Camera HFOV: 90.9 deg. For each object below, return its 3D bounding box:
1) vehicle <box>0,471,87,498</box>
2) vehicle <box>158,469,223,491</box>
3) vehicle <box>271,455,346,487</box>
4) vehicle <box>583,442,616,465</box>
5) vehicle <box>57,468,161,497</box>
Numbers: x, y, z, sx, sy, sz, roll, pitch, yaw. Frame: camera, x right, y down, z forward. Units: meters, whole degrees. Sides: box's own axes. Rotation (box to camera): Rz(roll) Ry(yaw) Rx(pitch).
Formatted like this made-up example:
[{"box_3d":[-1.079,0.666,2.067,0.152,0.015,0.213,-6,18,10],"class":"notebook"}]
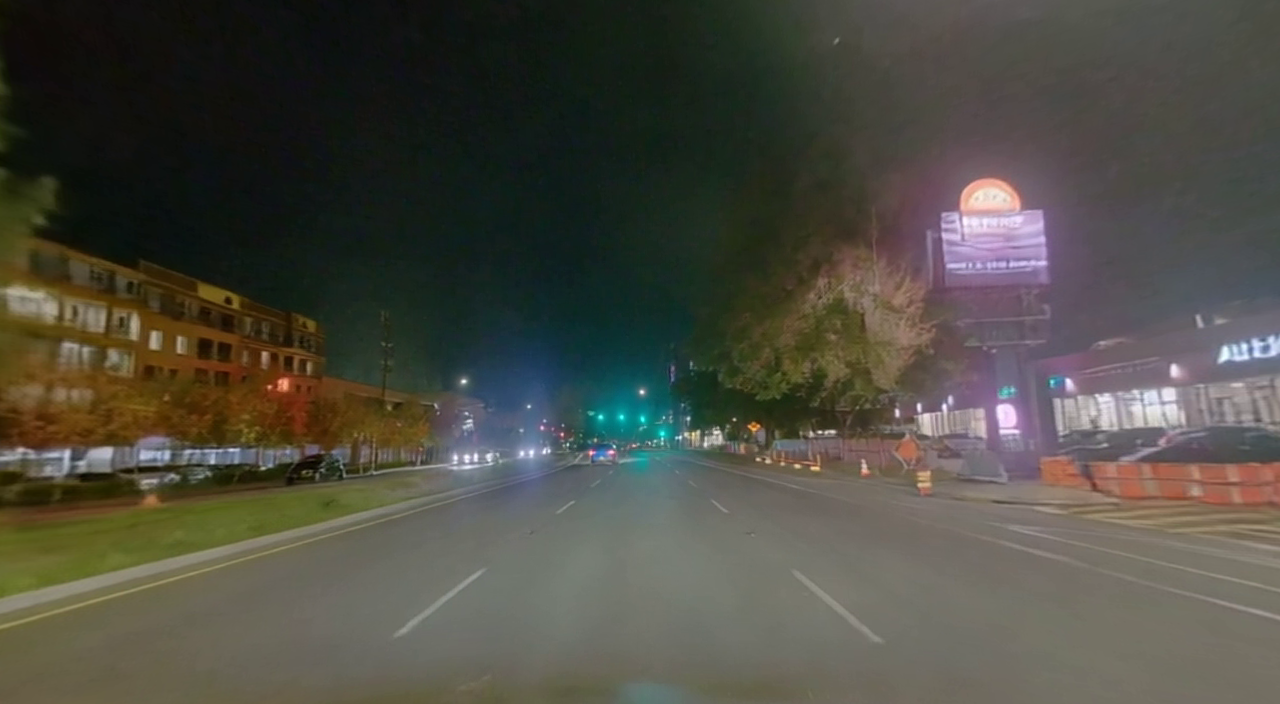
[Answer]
[{"box_3d":[-43.373,9.598,45.728,4.731,1.606,1.838,-3,-9,0],"class":"vehicle"},{"box_3d":[-32.923,9.389,46.191,3.576,1.407,1.583,-1,-8,3],"class":"vehicle"},{"box_3d":[-21.811,7.789,41.705,2.262,1.703,4.728,-5,-9,3],"class":"vehicle"},{"box_3d":[-2.672,6.746,41.959,1.926,1.442,4.231,0,-8,0],"class":"vehicle"},{"box_3d":[-33.303,8.183,39.631,4.764,1.448,1.876,-3,-8,-3],"class":"vehicle"}]
